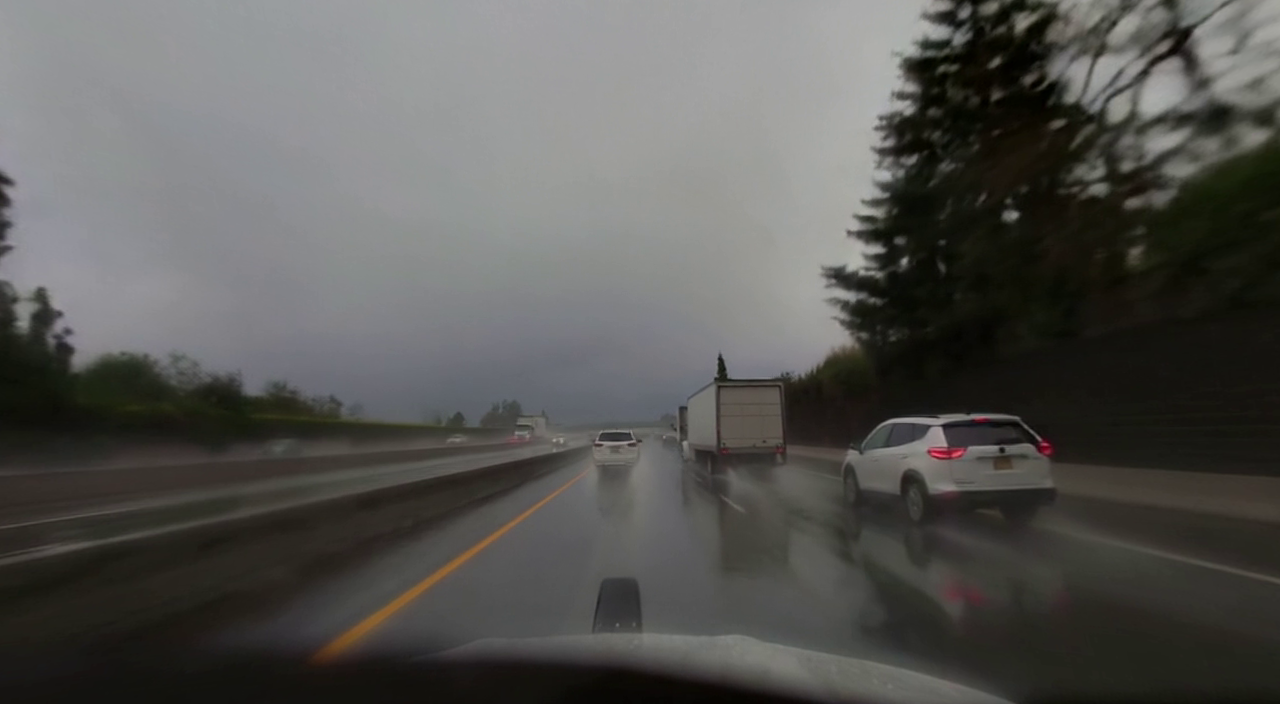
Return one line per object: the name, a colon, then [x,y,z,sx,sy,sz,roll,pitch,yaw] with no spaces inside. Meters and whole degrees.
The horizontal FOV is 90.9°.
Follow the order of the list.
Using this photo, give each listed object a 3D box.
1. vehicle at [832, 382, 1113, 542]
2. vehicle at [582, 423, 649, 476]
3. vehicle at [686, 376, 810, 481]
vehicle: [4.601,1.572,9.576,2.011,1.905,3.905,0,-8,-2]
vehicle: [-0.771,3.296,21.624,2.082,1.638,4.055,0,-7,0]
vehicle: [3.418,2.759,22.517,2.723,3.027,8.478,0,-7,-1]
